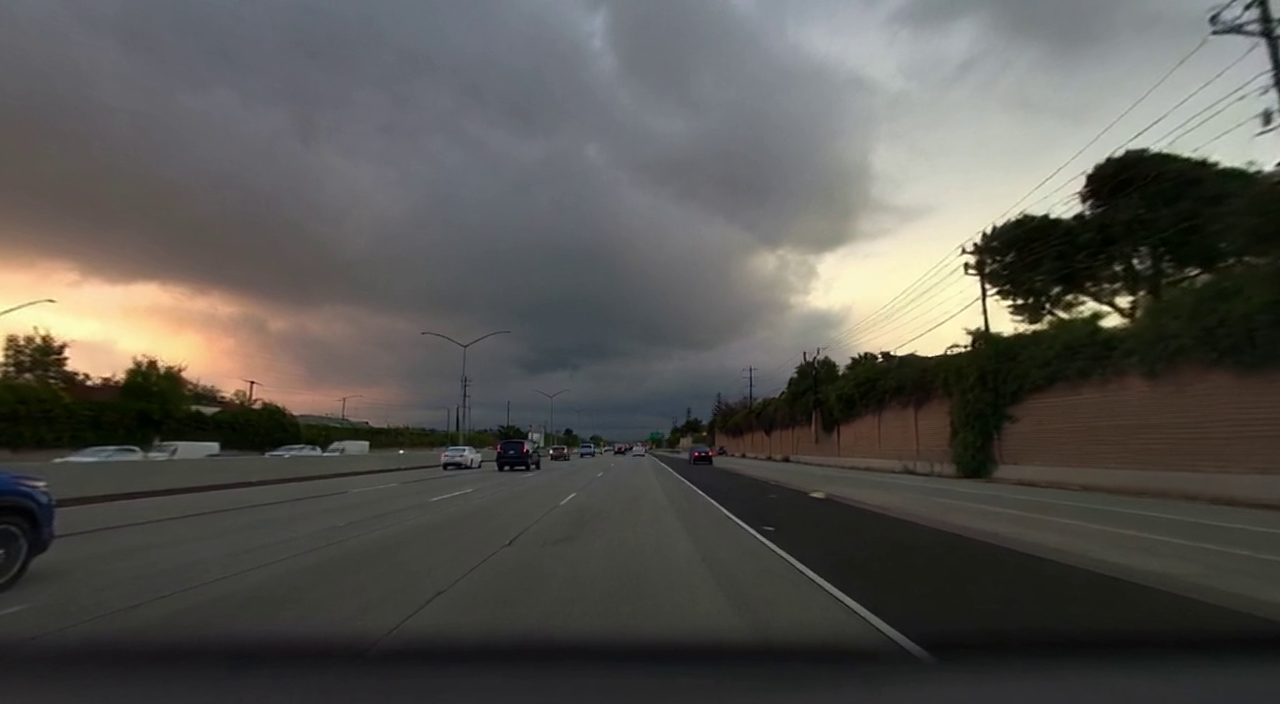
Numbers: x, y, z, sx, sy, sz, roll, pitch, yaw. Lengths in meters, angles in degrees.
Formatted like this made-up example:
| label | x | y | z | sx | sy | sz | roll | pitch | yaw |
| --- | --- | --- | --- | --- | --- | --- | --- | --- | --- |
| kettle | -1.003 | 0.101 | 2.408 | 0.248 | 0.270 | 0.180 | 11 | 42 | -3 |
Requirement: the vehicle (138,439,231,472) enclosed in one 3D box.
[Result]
| label | x | y | z | sx | sy | sz | roll | pitch | yaw |
| --- | --- | --- | --- | --- | --- | --- | --- | --- | --- |
| vehicle | -29.512 | 6.712 | 41.016 | 2.345 | 1.950 | 4.914 | 1 | -9 | -1 |

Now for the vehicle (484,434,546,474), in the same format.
| label | x | y | z | sx | sy | sz | roll | pitch | yaw |
| --- | --- | --- | --- | --- | --- | --- | --- | --- | --- |
| vehicle | -6.518 | 5.419 | 33.497 | 2.255 | 1.934 | 4.868 | 1 | -9 | 0 |

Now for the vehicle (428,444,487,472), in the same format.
| label | x | y | z | sx | sy | sz | roll | pitch | yaw |
| --- | --- | --- | --- | --- | --- | --- | --- | --- | --- |
| vehicle | -10.333 | 6.050 | 36.064 | 2.042 | 1.485 | 4.395 | 0 | -9 | 0 |

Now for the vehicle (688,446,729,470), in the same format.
| label | x | y | z | sx | sy | sz | roll | pitch | yaw |
| --- | --- | --- | --- | --- | --- | --- | --- | --- | --- |
| vehicle | 4.576 | 7.132 | 42.684 | 2.251 | 1.520 | 4.550 | 1 | -9 | -1 |
